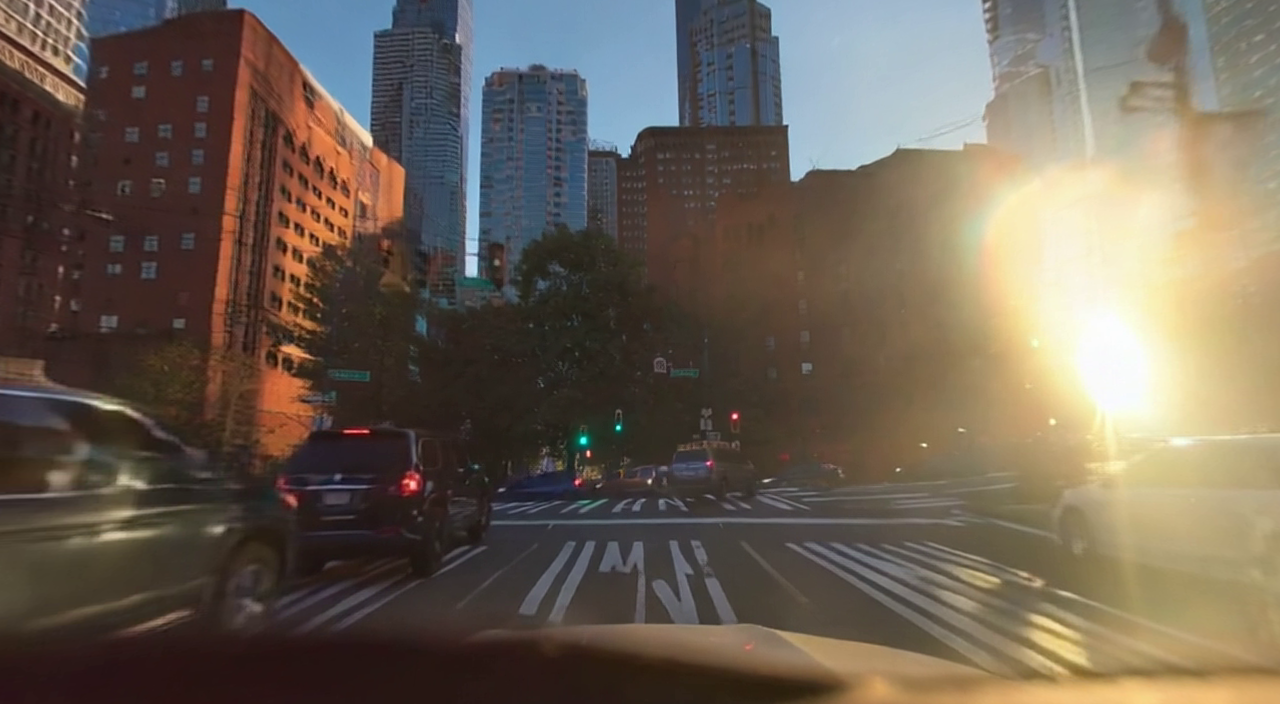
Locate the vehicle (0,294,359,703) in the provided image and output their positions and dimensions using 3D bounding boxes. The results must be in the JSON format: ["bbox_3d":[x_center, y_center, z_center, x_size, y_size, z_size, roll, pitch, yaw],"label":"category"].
[{"bbox_3d":[-3.414,0.811,2.859,1.977,1.887,5.068,0,-9,-1],"label":"vehicle"}]

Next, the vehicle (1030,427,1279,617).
[{"bbox_3d":[6.014,1.455,5.797,2.056,1.460,4.358,0,-9,0],"label":"vehicle"}]

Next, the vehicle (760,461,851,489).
[{"bbox_3d":[8.892,6.638,34.159,4.371,1.439,1.818,0,-9,-1],"label":"vehicle"}]

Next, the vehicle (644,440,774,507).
[{"bbox_3d":[2.296,3.616,19.365,2.328,1.746,5.072,-4,-10,26],"label":"vehicle"}]

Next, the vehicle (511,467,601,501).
[{"bbox_3d":[-4.808,7.585,36.411,4.748,1.674,1.969,4,-10,-27],"label":"vehicle"}]

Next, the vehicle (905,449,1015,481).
[{"bbox_3d":[16.966,5.985,33.626,4.749,1.624,1.926,0,-9,0],"label":"vehicle"}]
